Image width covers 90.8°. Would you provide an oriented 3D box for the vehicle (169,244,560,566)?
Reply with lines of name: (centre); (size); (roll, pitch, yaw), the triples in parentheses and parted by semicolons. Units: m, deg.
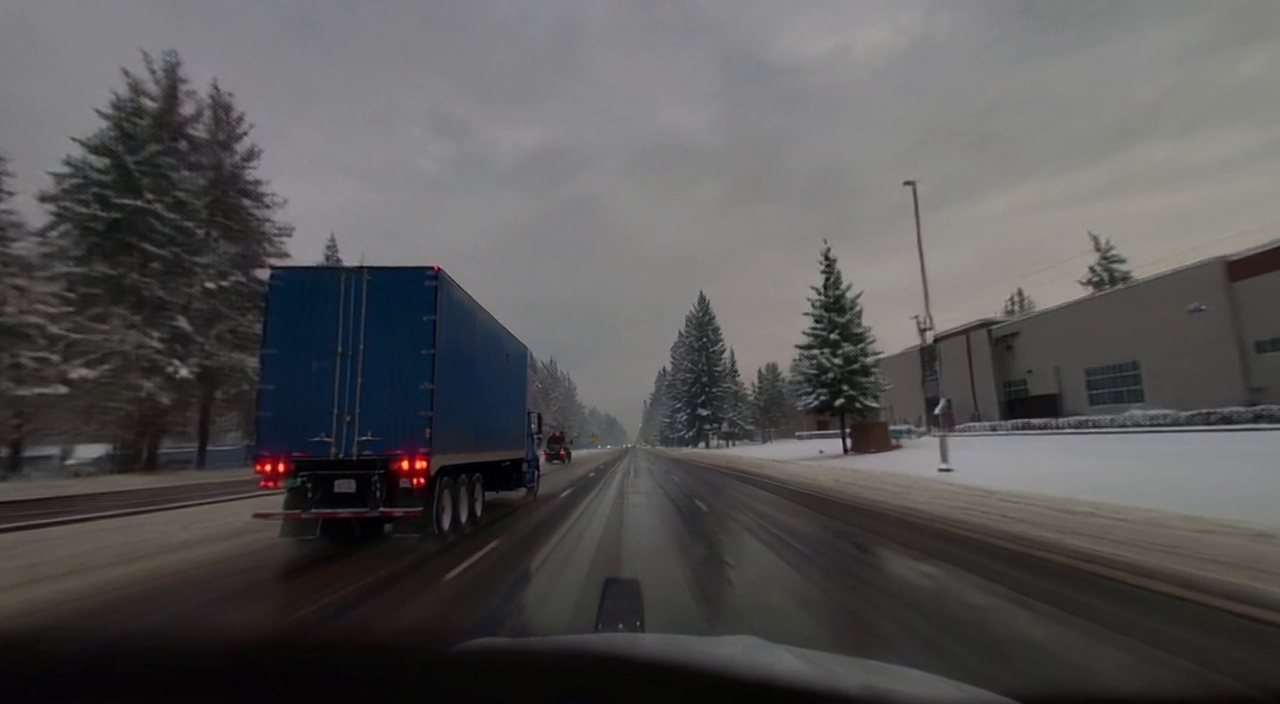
vehicle: (-3.386, 1.106, 10.861); (2.910, 3.419, 8.376); (0, -8, 0)
